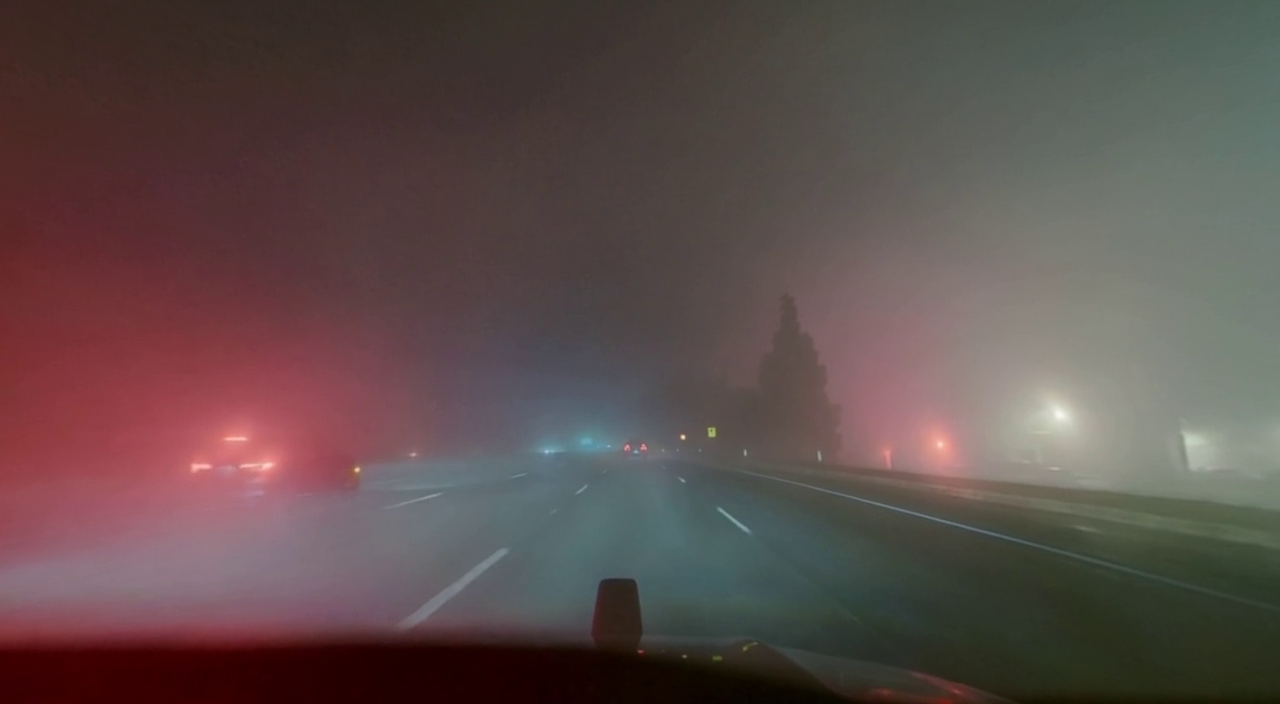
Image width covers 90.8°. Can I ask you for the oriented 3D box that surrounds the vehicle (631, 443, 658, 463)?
[{"bbox_3d":[0.295,7.852,49.216,2.021,1.528,4.154,0,-8,-1],"label":"vehicle"}]

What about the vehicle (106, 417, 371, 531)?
[{"bbox_3d":[-7.432,2.294,12.507,2.032,1.808,4.776,0,-8,1],"label":"vehicle"}]
